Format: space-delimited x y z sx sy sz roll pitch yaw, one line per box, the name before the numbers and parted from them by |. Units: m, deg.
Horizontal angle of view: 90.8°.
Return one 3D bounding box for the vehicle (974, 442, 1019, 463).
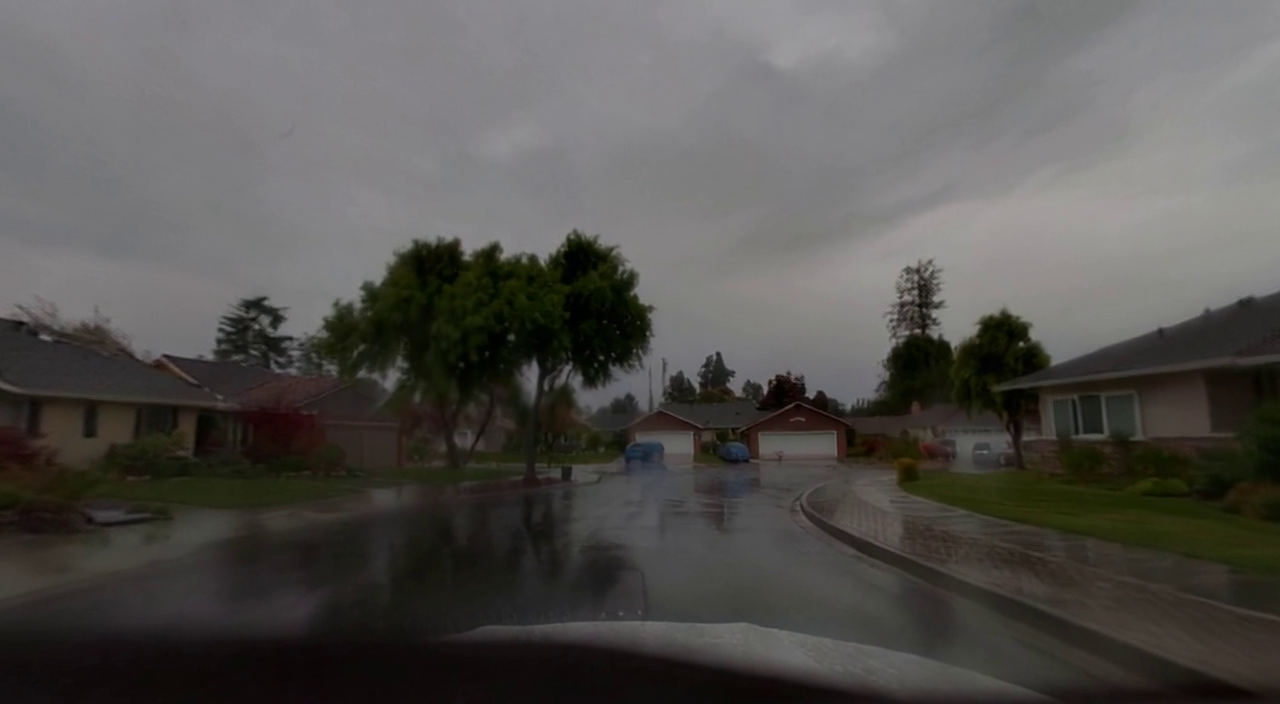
vehicle | 27.565 7.798 48.988 1.873 1.556 4.216 -2 -9 14
